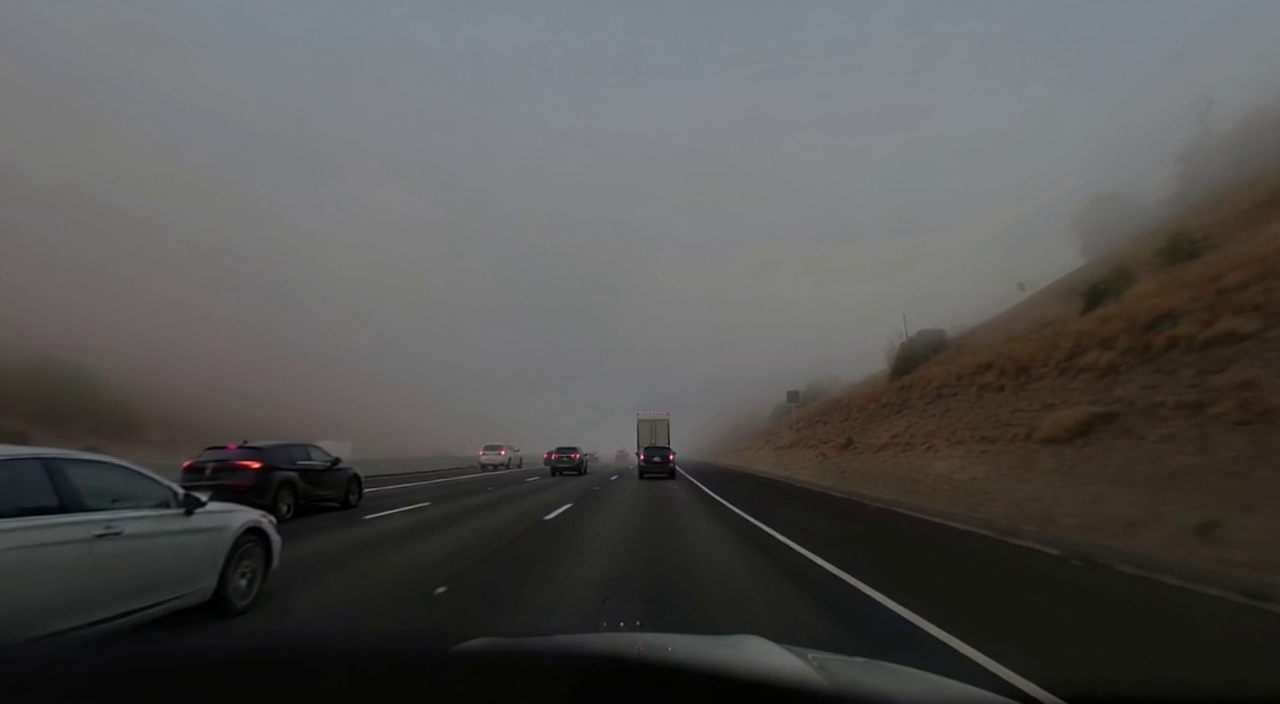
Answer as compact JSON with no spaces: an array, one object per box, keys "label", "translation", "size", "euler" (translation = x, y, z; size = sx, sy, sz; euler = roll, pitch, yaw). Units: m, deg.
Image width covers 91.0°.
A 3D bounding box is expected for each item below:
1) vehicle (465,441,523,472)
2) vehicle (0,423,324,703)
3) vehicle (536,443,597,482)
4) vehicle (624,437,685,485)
[{"label":"vehicle","translation":[-10.331,7.451,45.223],"size":[2.421,2.025,6.236],"euler":[0,-9,2]},{"label":"vehicle","translation":[-3.894,1.131,3.390],"size":[1.943,1.468,4.547],"euler":[1,-9,1]},{"label":"vehicle","translation":[-3.354,5.164,29.780],"size":[2.155,1.661,4.477],"euler":[0,-9,2]},{"label":"vehicle","translation":[0.586,4.456,26.022],"size":[2.281,1.795,4.297],"euler":[1,-9,1]}]
